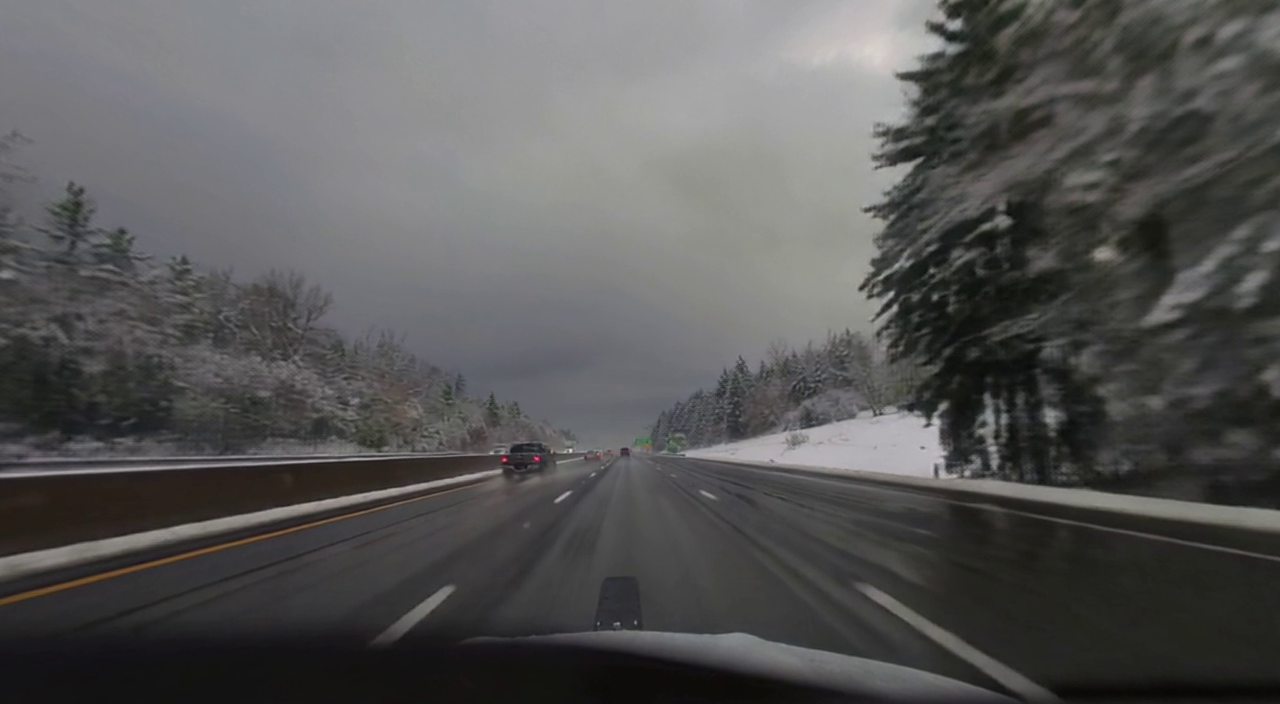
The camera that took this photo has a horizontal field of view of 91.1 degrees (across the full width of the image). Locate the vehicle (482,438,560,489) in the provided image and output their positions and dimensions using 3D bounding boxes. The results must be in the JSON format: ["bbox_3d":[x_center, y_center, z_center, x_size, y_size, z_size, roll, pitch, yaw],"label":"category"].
[{"bbox_3d":[-4.386,4.164,23.857,2.111,1.717,4.426,0,-9,0],"label":"vehicle"}]
